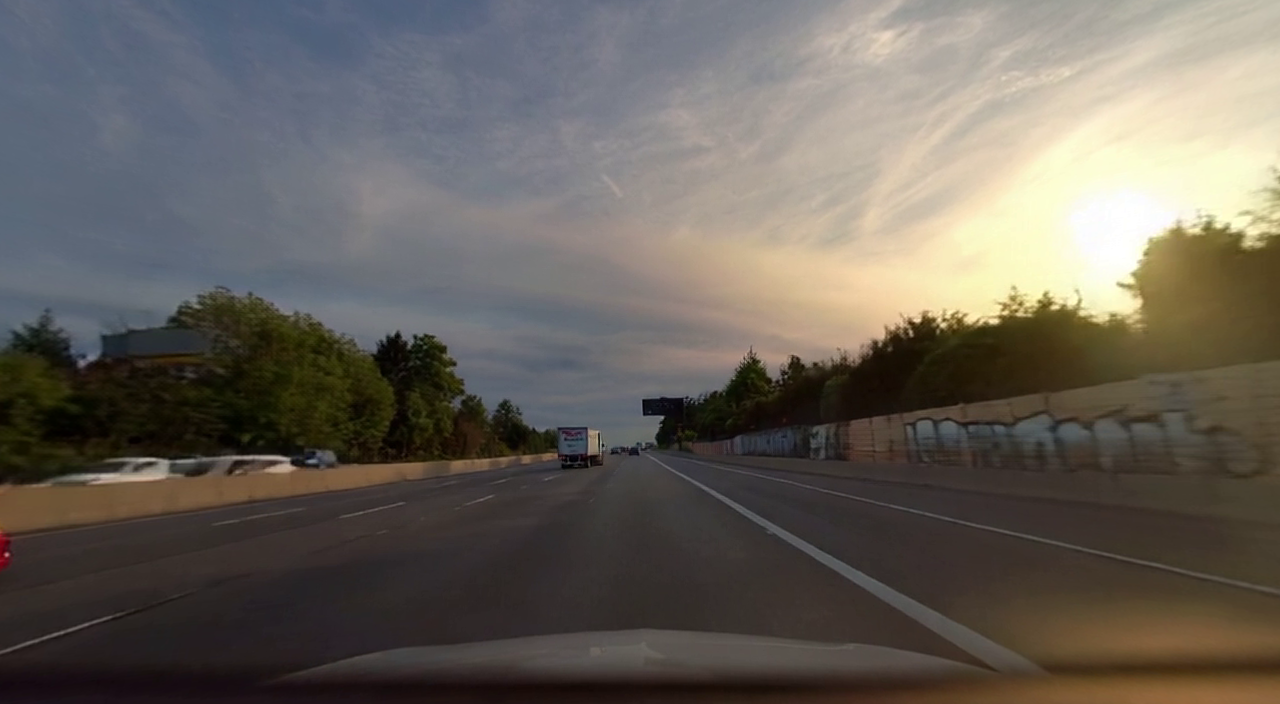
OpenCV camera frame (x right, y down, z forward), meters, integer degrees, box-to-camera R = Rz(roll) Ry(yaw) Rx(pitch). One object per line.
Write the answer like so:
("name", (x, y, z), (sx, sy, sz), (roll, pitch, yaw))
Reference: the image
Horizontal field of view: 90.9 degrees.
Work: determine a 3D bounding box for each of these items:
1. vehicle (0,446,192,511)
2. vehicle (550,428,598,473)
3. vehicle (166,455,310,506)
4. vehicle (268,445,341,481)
("vehicle", (-17.396, 4.013, 20.529), (2.084, 1.837, 4.734), (0, -9, 0))
("vehicle", (-3.924, 5.993, 38.386), (2.305, 2.517, 5.486), (0, -9, 0))
("vehicle", (-13.024, 4.151, 20.820), (1.830, 1.438, 4.396), (0, -9, 0))
("vehicle", (-25.538, 8.432, 48.217), (2.326, 2.522, 5.411), (-1, -9, 3))
